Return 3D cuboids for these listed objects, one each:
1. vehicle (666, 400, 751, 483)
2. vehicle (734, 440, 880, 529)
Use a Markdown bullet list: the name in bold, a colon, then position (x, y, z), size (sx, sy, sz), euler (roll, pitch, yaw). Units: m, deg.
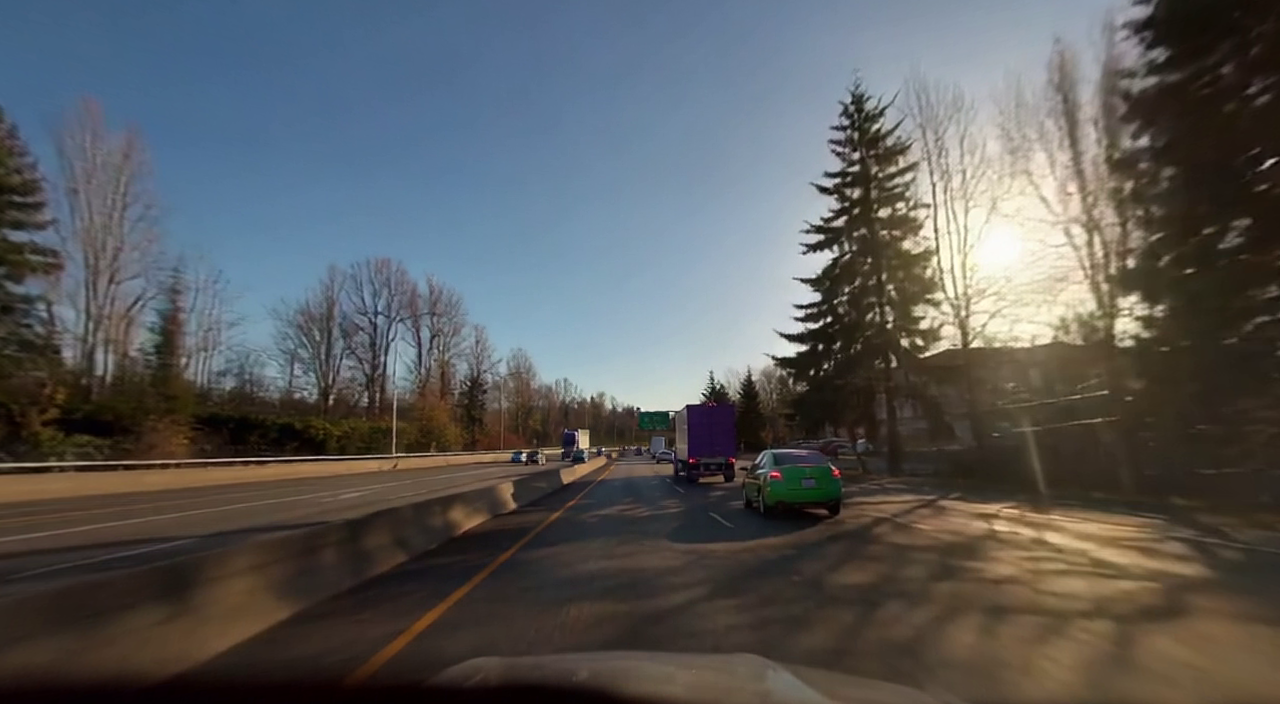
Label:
- **vehicle**: position (3.252, 4.986, 34.455), size (2.916, 3.563, 14.462), euler (-1, -9, -1)
- **vehicle**: position (3.307, 2.700, 13.271), size (1.971, 1.558, 3.834), euler (-1, -9, -1)
